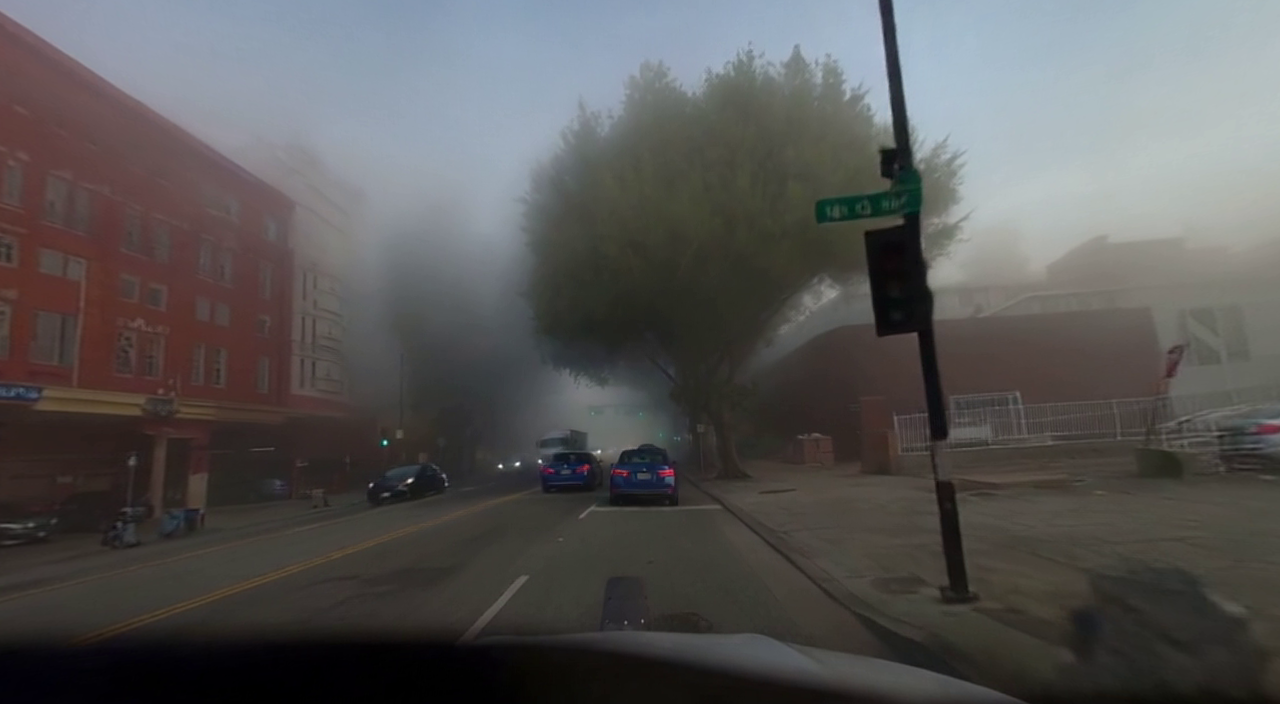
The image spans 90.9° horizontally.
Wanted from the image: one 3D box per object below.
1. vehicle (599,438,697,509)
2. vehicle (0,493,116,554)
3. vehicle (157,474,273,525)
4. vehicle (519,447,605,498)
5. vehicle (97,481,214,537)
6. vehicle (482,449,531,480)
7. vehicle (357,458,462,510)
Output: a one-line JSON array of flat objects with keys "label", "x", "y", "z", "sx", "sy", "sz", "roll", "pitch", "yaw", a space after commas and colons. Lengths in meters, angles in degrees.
[{"label": "vehicle", "x": 0.191, "y": 2.898, "z": 15.515, "sx": 2.094, "sy": 1.478, "sz": 3.922, "roll": 0, "pitch": -8, "yaw": 1}, {"label": "vehicle", "x": -17.913, "y": 4.788, "z": 17.646, "sx": 4.500, "sy": 1.429, "sz": 1.911, "roll": 2, "pitch": -9, "yaw": -12}, {"label": "vehicle", "x": -17.023, "y": 5.894, "z": 25.258, "sx": 4.266, "sy": 1.486, "sz": 1.907, "roll": -13, "pitch": -15, "yaw": 25}, {"label": "vehicle", "x": -2.372, "y": 3.808, "z": 20.444, "sx": 2.099, "sy": 1.424, "sz": 4.843, "roll": 0, "pitch": -8, "yaw": 1}, {"label": "vehicle", "x": -17.372, "y": 5.512, "z": 22.527, "sx": 4.584, "sy": 1.504, "sz": 2.124, "roll": -7, "pitch": -10, "yaw": 38}, {"label": "vehicle", "x": -8.580, "y": 7.275, "z": 40.963, "sx": 2.067, "sy": 1.820, "sz": 4.509, "roll": -1, "pitch": -8, "yaw": 2}, {"label": "vehicle", "x": -8.488, "y": 4.882, "z": 23.705, "sx": 2.118, "sy": 1.473, "sz": 4.642, "roll": -5, "pitch": -9, "yaw": 1}]
